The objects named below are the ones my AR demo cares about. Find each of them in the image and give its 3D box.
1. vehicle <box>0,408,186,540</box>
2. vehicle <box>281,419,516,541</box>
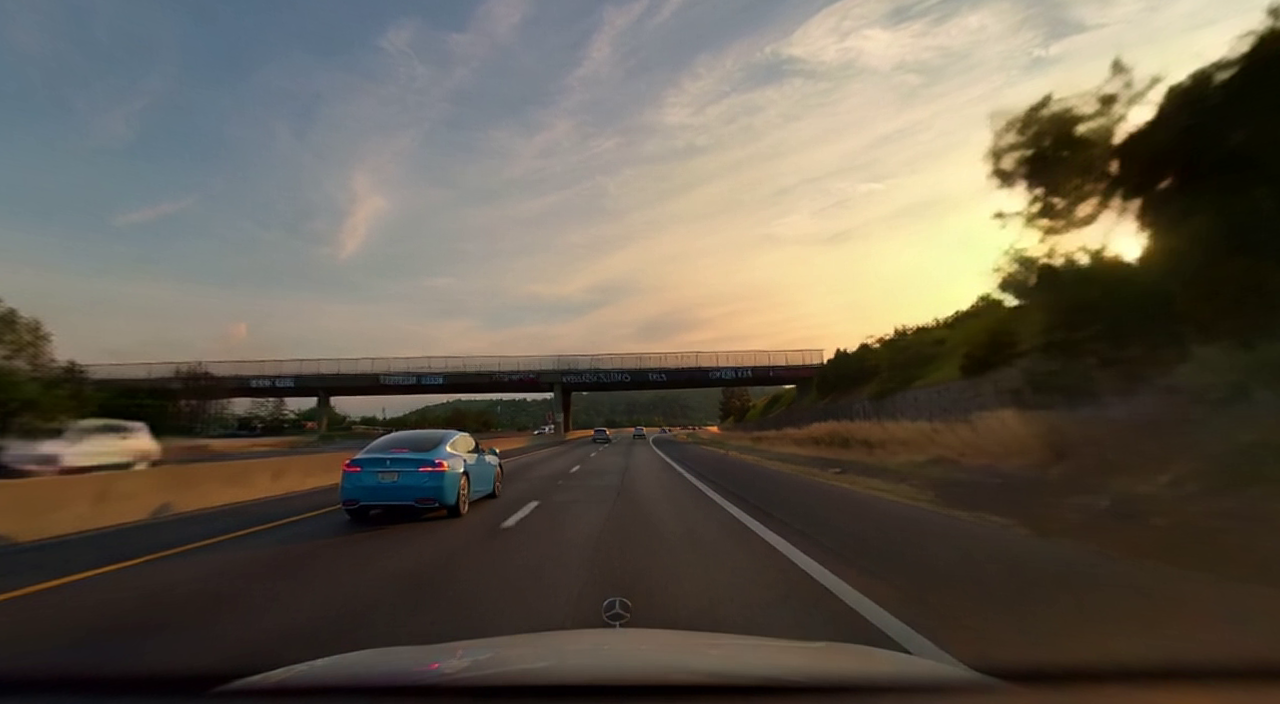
[{"bbox_3d":[-9.297,1.710,9.152,2.140,1.682,4.426,0,-8,-1],"label":"vehicle"},{"bbox_3d":[-3.542,1.943,10.404,2.108,1.555,4.574,0,-7,-1],"label":"vehicle"}]
